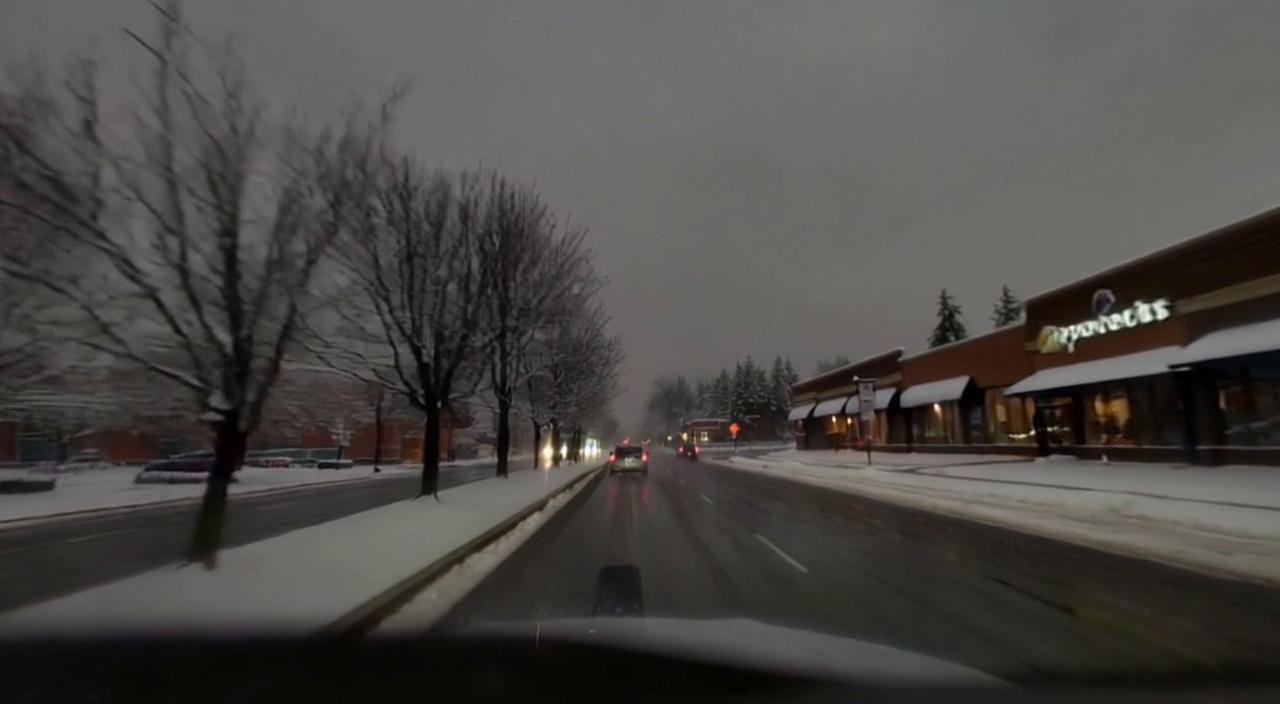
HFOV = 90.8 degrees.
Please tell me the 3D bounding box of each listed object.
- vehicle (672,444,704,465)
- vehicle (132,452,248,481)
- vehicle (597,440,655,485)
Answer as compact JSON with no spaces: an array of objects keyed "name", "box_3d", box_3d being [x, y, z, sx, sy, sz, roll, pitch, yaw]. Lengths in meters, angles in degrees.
[{"name":"vehicle","box_3d":[3.497,7.545,46.663,1.910,1.474,4.003,0,-9,-2]},{"name":"vehicle","box_3d":[-23.208,5.911,32.745,4.472,1.412,1.891,0,-9,-3]},{"name":"vehicle","box_3d":[-0.503,4.051,23.408,2.006,1.487,3.535,0,-9,-1]}]
